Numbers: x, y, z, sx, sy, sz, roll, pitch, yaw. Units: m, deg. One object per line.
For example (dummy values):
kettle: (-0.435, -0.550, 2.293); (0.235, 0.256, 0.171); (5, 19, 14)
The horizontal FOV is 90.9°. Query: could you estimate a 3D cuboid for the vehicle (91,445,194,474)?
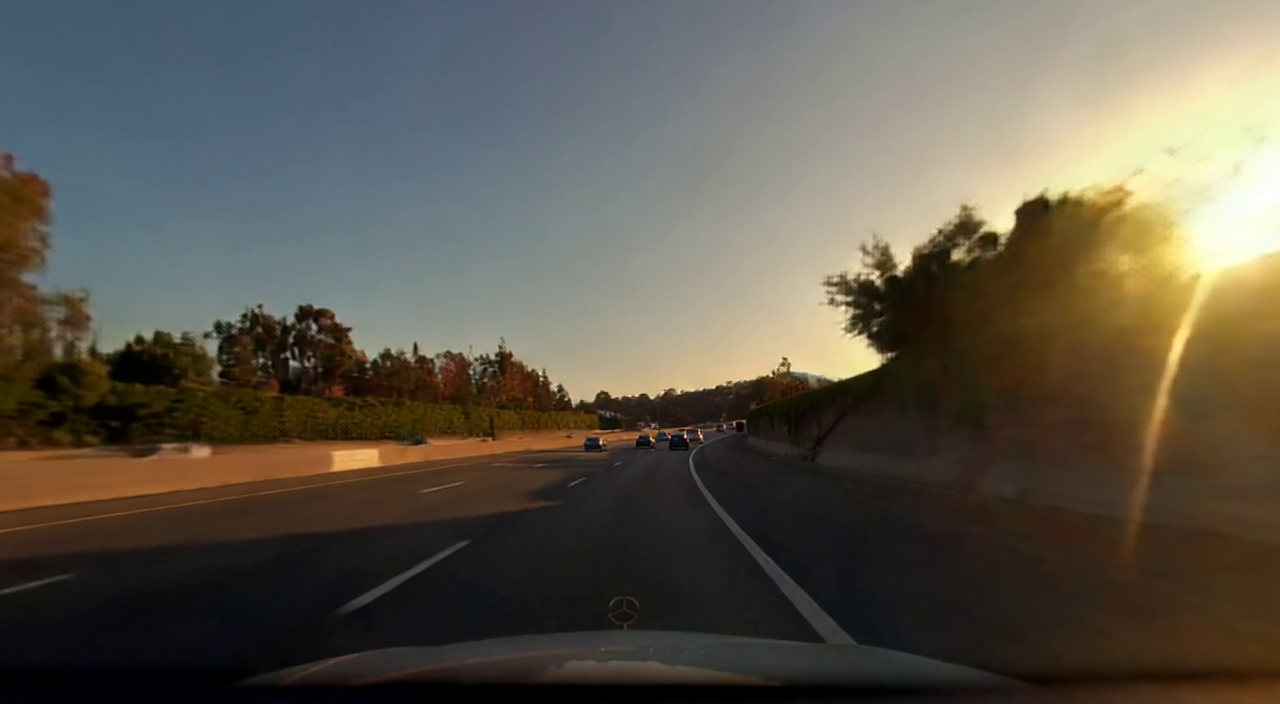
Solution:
vehicle: (-28.209, 6.079, 35.996); (1.819, 1.484, 4.739); (-1, -8, 4)
